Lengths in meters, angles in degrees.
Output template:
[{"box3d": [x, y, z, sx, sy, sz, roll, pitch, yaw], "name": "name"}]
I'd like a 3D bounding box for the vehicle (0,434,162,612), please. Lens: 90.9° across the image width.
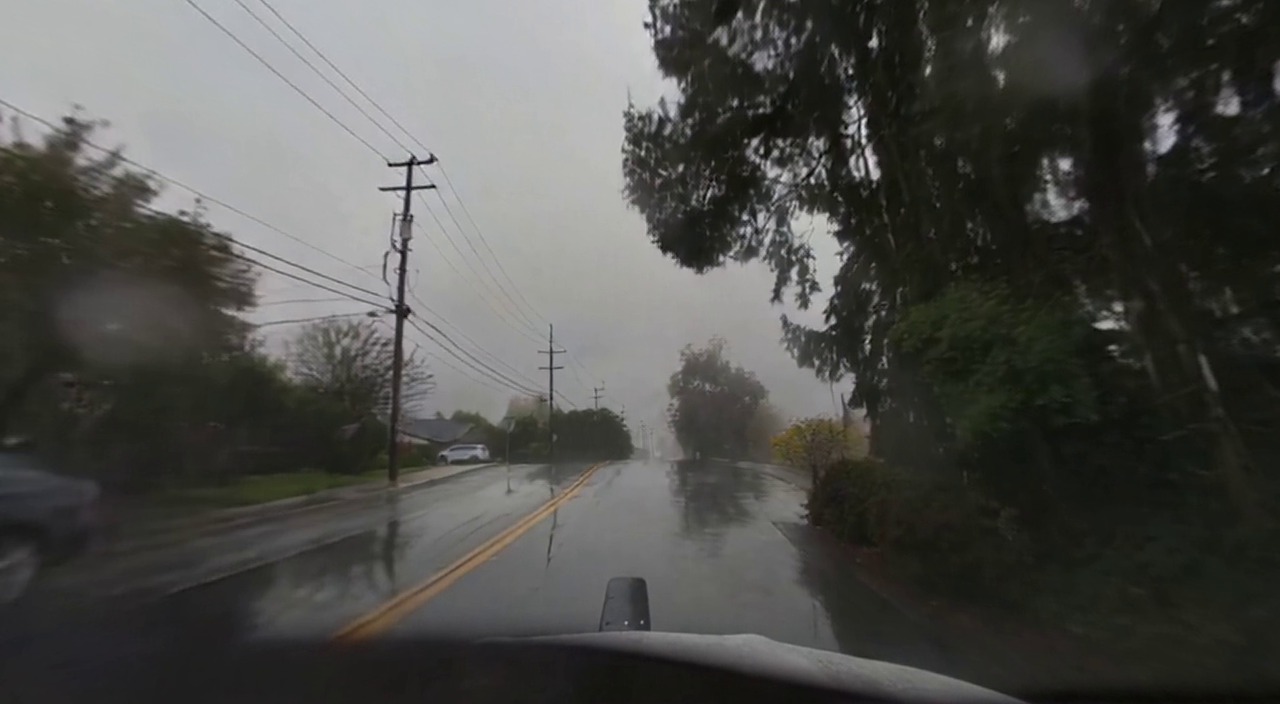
[{"box3d": [-6.801, 1.440, 4.894, 2.032, 1.595, 5.289, 0, -8, 0], "name": "vehicle"}]
